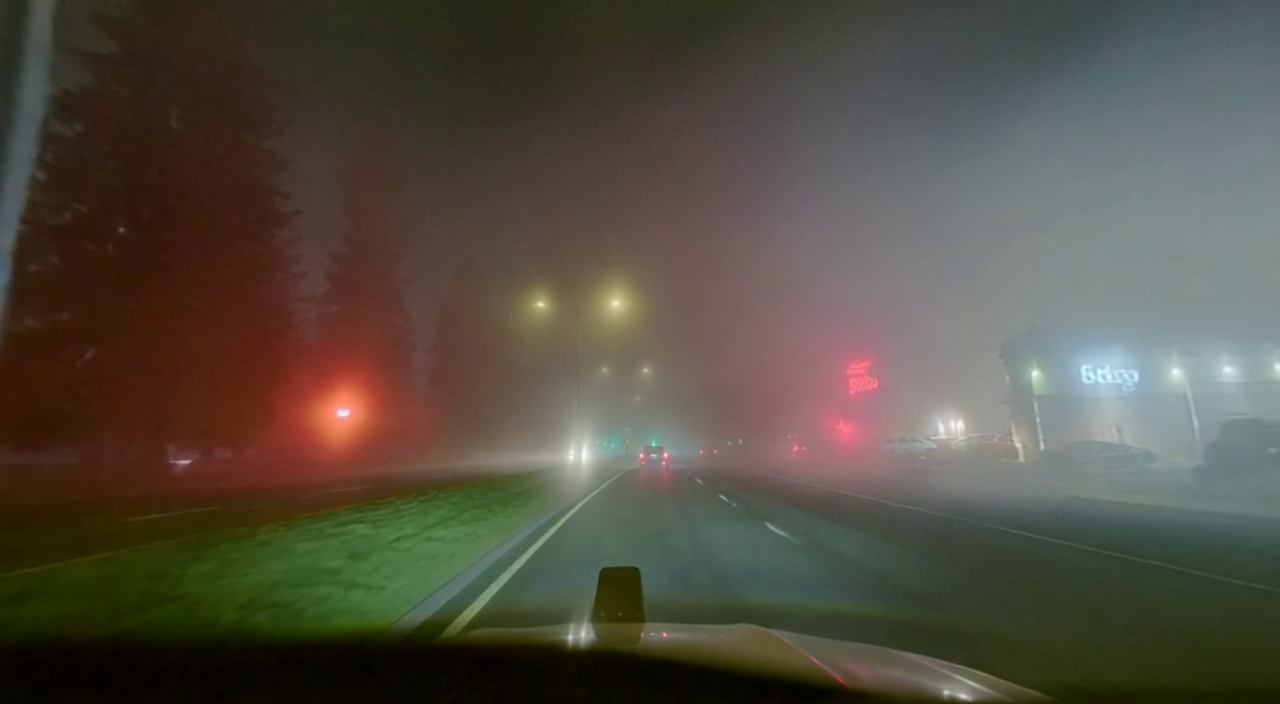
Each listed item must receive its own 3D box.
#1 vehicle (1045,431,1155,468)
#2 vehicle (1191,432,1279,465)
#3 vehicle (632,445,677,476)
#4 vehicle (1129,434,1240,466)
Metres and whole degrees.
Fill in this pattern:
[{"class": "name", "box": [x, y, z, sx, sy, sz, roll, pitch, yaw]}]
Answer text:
[{"class": "vehicle", "box": [22.190, 4.703, 30.699, 1.864, 1.655, 4.179, 1, -8, -6]}, {"class": "vehicle", "box": [29.925, 4.750, 31.142, 1.799, 1.506, 3.944, 0, -9, -3]}, {"class": "vehicle", "box": [0.757, 5.410, 31.732, 2.095, 1.456, 3.873, -1, -8, 2]}, {"class": "vehicle", "box": [27.116, 4.903, 31.635, 1.844, 1.481, 3.904, 1, -8, -6]}]
